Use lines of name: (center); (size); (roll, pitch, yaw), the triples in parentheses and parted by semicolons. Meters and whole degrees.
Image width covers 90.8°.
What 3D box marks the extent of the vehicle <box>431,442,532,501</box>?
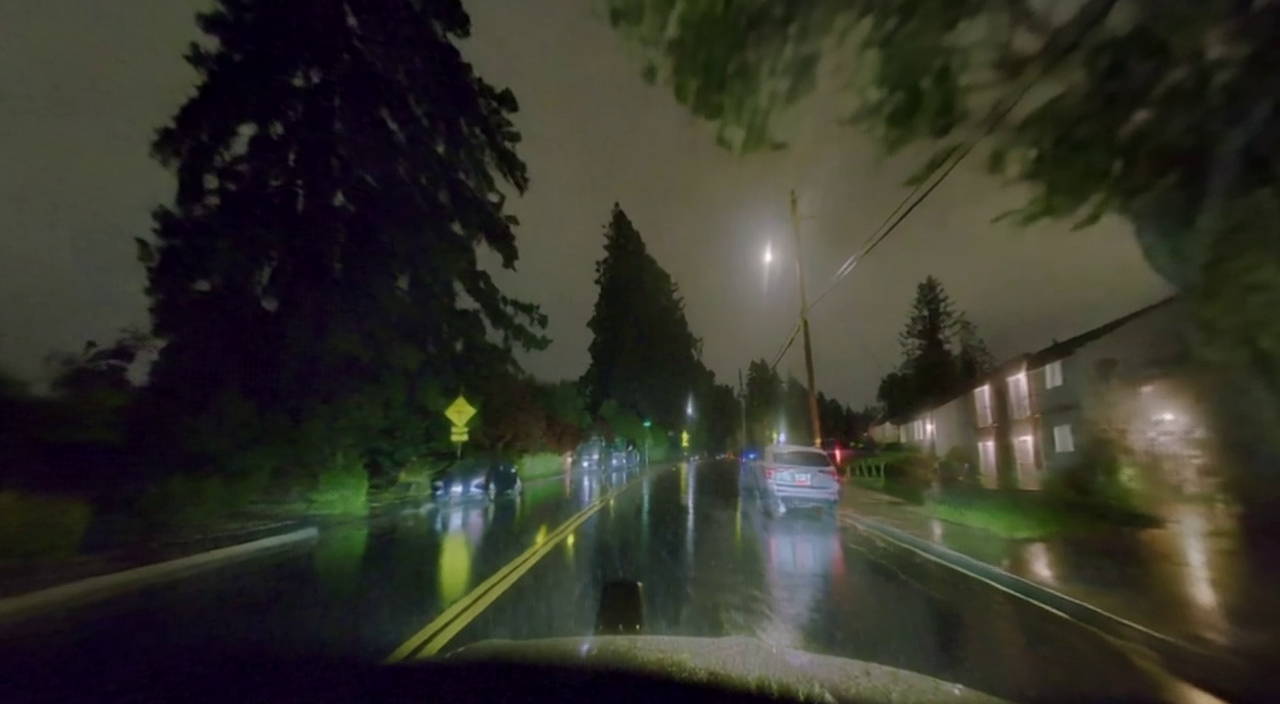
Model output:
vehicle: (-5.046, 4.033, 20.775); (2.005, 1.557, 4.172); (-3, -15, 3)

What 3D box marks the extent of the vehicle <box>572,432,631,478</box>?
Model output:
vehicle: (-2.367, 6.759, 40.642); (2.334, 2.126, 6.444); (-6, -16, 8)

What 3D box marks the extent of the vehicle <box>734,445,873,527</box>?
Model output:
vehicle: (3.289, 2.764, 13.644); (1.972, 1.460, 4.137); (-1, -9, 1)
